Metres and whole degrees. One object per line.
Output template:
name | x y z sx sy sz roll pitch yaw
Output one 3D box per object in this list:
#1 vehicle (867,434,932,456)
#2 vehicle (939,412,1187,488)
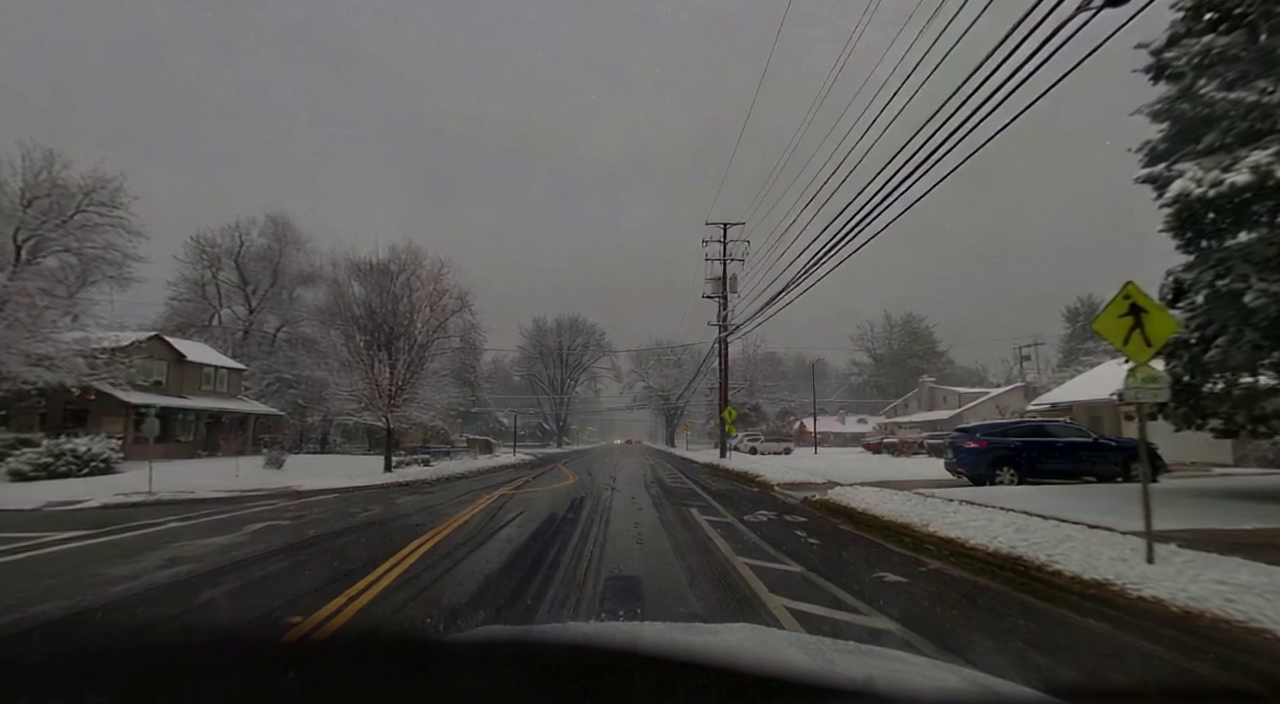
vehicle | 20.180 7.231 49.068 3.943 1.664 2.391 0 -8 -2
vehicle | 10.875 2.569 16.545 4.760 1.808 2.402 0 -9 -2
